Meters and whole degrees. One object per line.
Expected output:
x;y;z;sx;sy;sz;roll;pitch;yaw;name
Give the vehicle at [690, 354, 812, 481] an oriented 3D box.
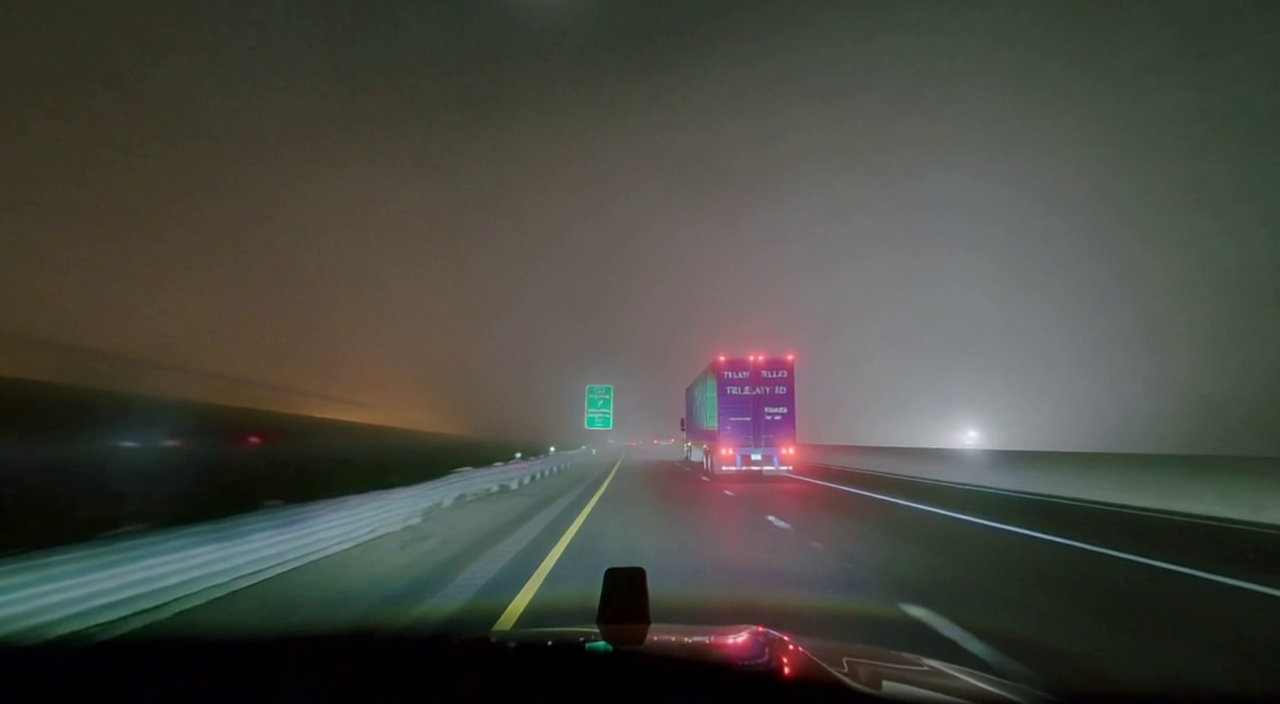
4.122;3.099;27.388;3.006;4.093;14.142;0;-8;1;vehicle
